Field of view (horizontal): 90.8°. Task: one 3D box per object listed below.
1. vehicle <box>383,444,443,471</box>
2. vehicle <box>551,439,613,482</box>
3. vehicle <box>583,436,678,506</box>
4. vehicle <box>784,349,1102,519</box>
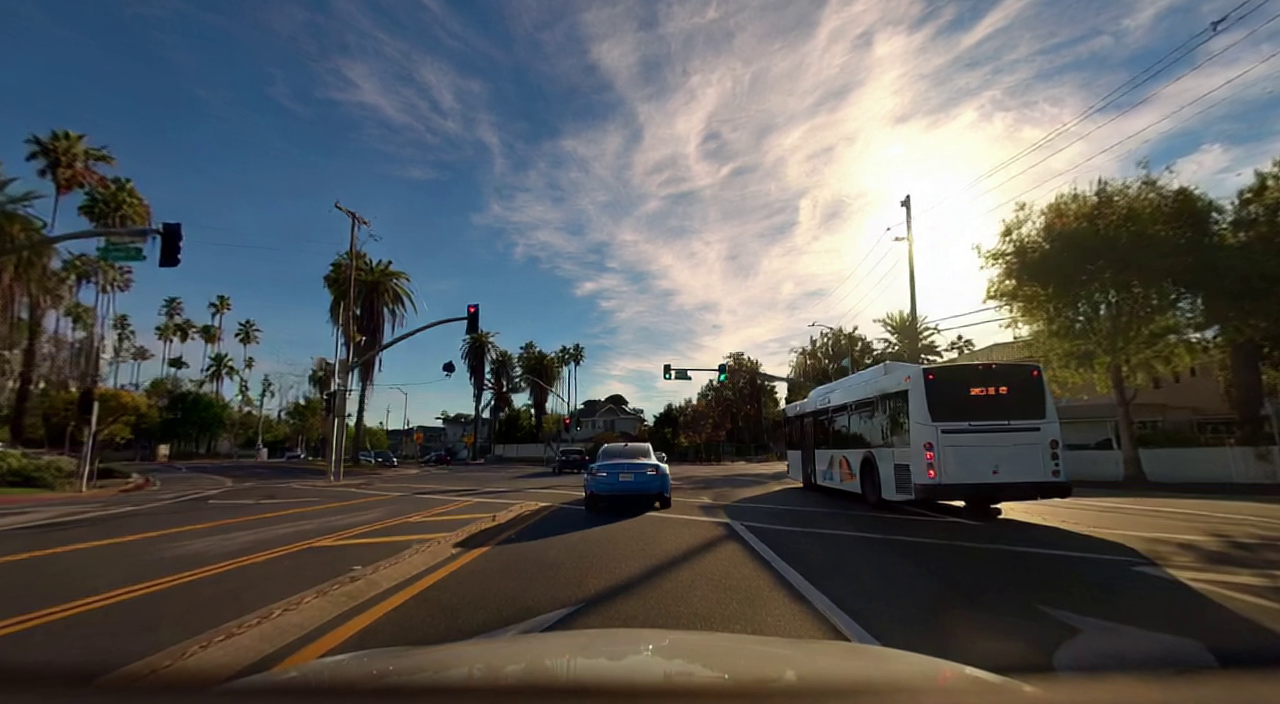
[{"bbox_3d":[-17.068,7.889,47.308,2.283,1.878,5.384,7,-11,-41],"label":"vehicle"},{"bbox_3d":[-2.906,5.254,30.816,2.272,1.891,4.562,2,-9,-15],"label":"vehicle"},{"bbox_3d":[-0.339,3.273,17.872,2.341,1.709,4.466,0,-9,-3],"label":"vehicle"},{"bbox_3d":[7.884,2.726,20.227,3.483,3.546,13.998,0,-9,1],"label":"vehicle"}]
